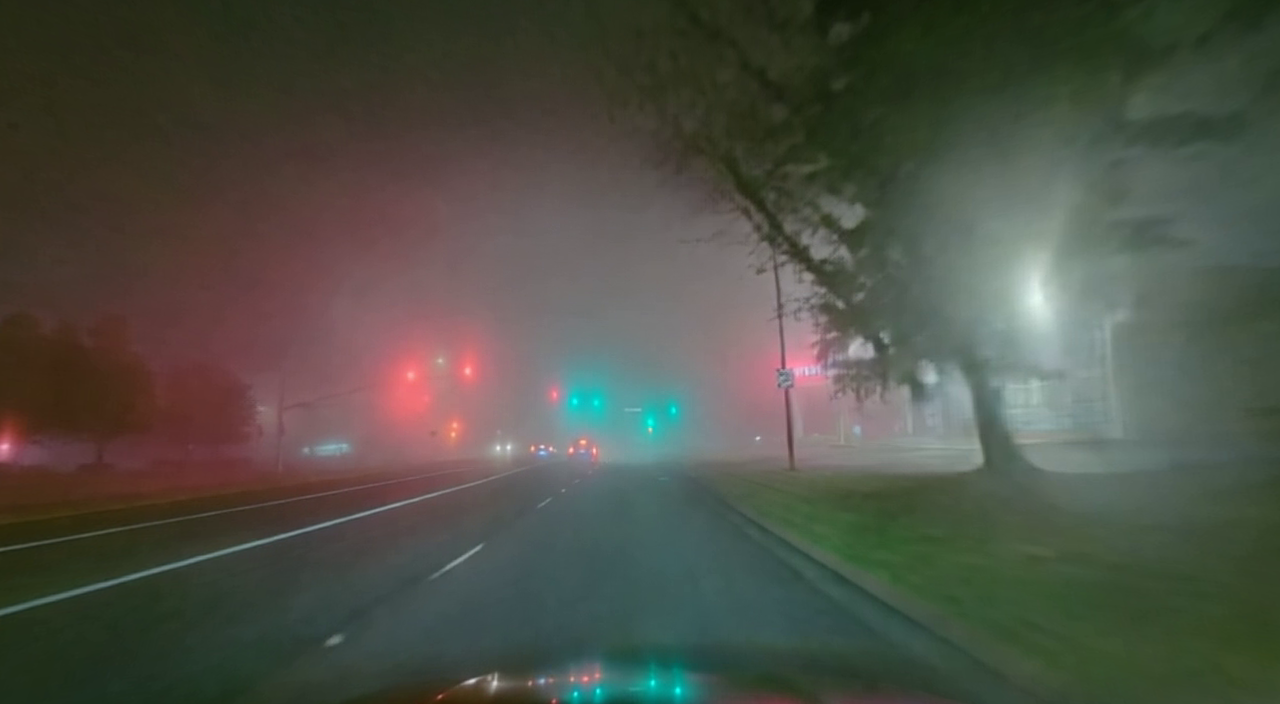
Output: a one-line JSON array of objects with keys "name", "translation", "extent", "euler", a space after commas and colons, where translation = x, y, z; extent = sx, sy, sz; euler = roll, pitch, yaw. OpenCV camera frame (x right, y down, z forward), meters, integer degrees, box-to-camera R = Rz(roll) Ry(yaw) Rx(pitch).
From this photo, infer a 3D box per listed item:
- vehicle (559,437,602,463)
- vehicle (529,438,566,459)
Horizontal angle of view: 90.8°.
[{"name": "vehicle", "translation": [-3.501, 5.877, 38.100], "extent": [2.054, 1.449, 4.772], "euler": [0, -8, 0]}, {"name": "vehicle", "translation": [-6.737, 7.074, 46.429], "extent": [1.966, 1.439, 4.161], "euler": [0, -8, 2]}]
